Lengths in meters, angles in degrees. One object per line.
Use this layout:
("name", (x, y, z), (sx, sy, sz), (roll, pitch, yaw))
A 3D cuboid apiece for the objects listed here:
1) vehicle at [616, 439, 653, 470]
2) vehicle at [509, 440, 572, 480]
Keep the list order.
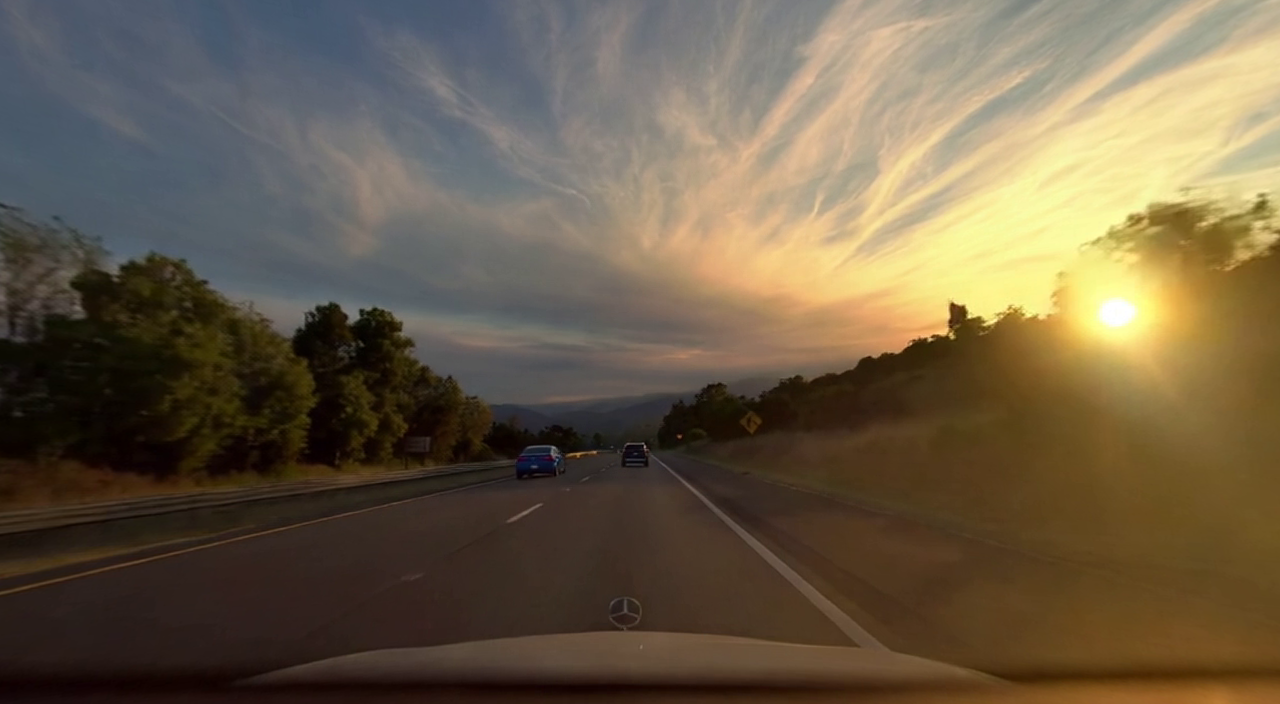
("vehicle", (-0.332, 6.289, 38.767), (2.126, 1.786, 3.958), (0, -9, 0))
("vehicle", (-4.394, 4.860, 28.476), (2.113, 1.656, 4.215), (0, -9, 1))
